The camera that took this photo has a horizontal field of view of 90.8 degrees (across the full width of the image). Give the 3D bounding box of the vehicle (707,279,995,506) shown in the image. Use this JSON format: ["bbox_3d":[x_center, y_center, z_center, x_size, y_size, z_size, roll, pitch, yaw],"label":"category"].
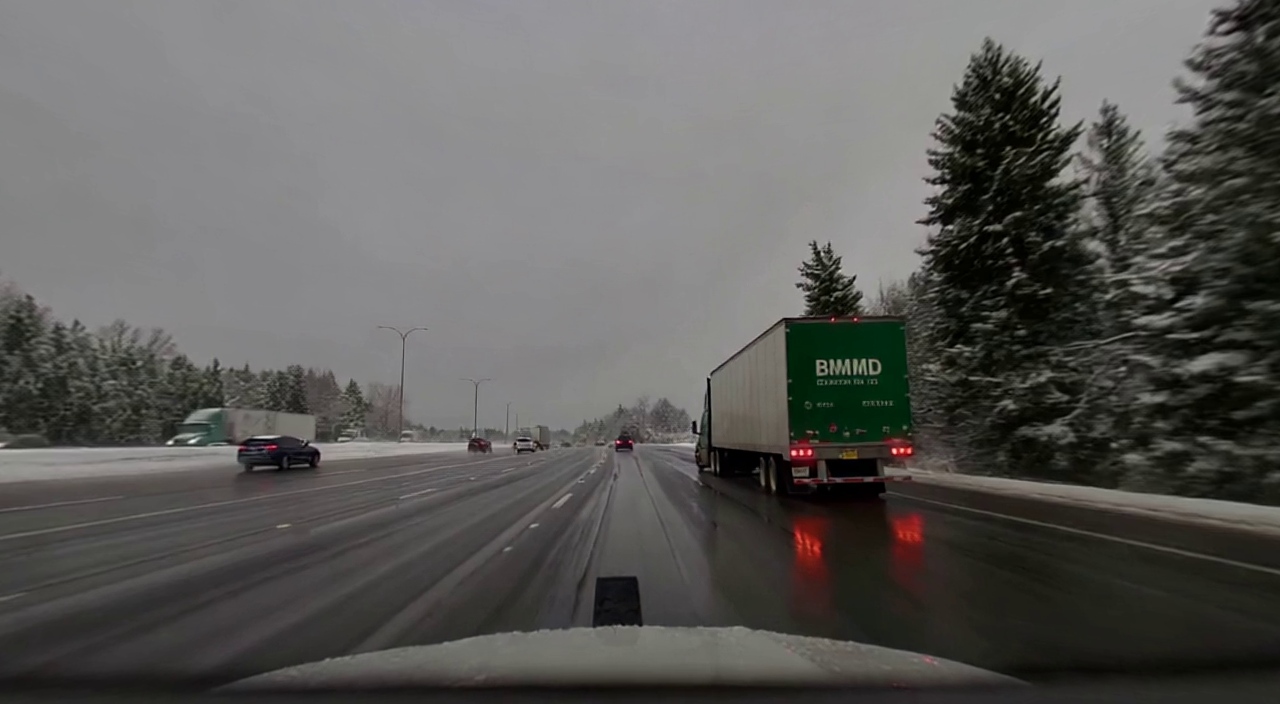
[{"bbox_3d":[4.400,1.750,18.428,2.891,3.944,15.051,0,-8,-2],"label":"vehicle"}]

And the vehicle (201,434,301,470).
[{"bbox_3d":[-18.282,4.711,29.969,1.913,1.540,4.540,0,-8,-1],"label":"vehicle"}]
